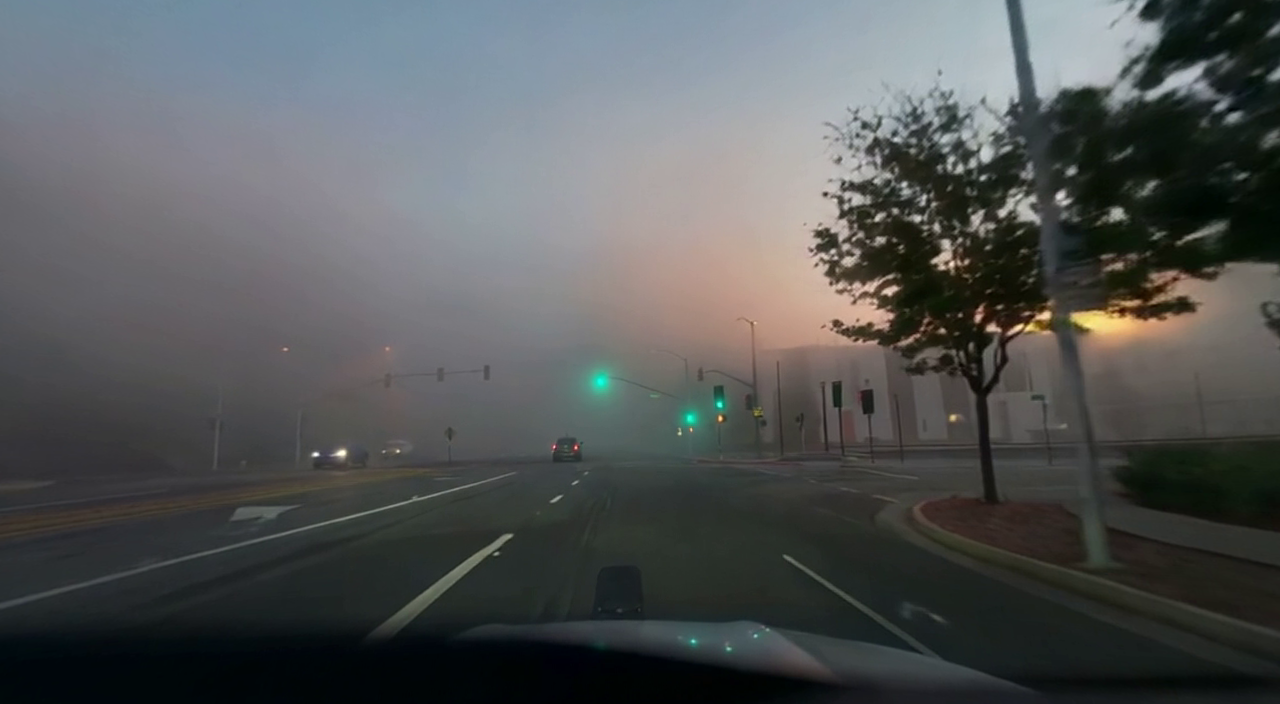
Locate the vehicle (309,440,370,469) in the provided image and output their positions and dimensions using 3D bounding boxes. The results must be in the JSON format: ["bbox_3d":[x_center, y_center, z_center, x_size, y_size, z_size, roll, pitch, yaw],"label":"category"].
[{"bbox_3d":[-20.960,7.160,44.307,2.097,1.858,4.601,0,-9,-2],"label":"vehicle"}]
